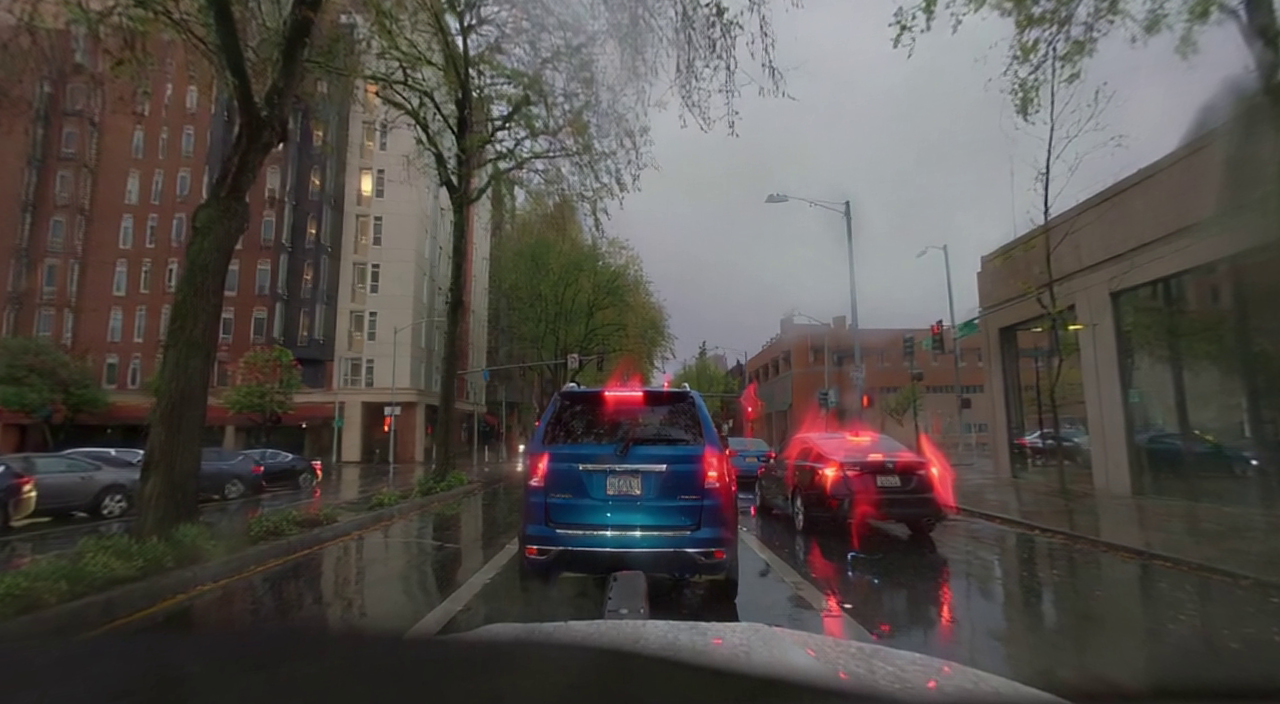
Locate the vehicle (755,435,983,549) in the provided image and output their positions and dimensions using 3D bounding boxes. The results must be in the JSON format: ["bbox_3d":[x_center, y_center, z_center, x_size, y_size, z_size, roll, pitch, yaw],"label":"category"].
[{"bbox_3d":[3.293,2.084,10.079,2.056,1.422,4.130,0,-8,-1],"label":"vehicle"}]

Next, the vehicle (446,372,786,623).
[{"bbox_3d":[-0.164,1.362,6.781,2.453,1.816,4.300,0,-8,0],"label":"vehicle"}]

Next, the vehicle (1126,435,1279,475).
[{"bbox_3d":[22.163,4.050,24.964,4.055,1.469,1.848,-4,-9,26],"label":"vehicle"}]

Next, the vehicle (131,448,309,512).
[{"bbox_3d":[-12.465,3.778,19.124,2.207,1.648,4.675,0,-8,-1],"label":"vehicle"}]

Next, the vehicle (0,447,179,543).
[{"bbox_3d":[-12.547,2.909,13.452,1.891,1.723,4.360,0,-8,1],"label":"vehicle"}]
